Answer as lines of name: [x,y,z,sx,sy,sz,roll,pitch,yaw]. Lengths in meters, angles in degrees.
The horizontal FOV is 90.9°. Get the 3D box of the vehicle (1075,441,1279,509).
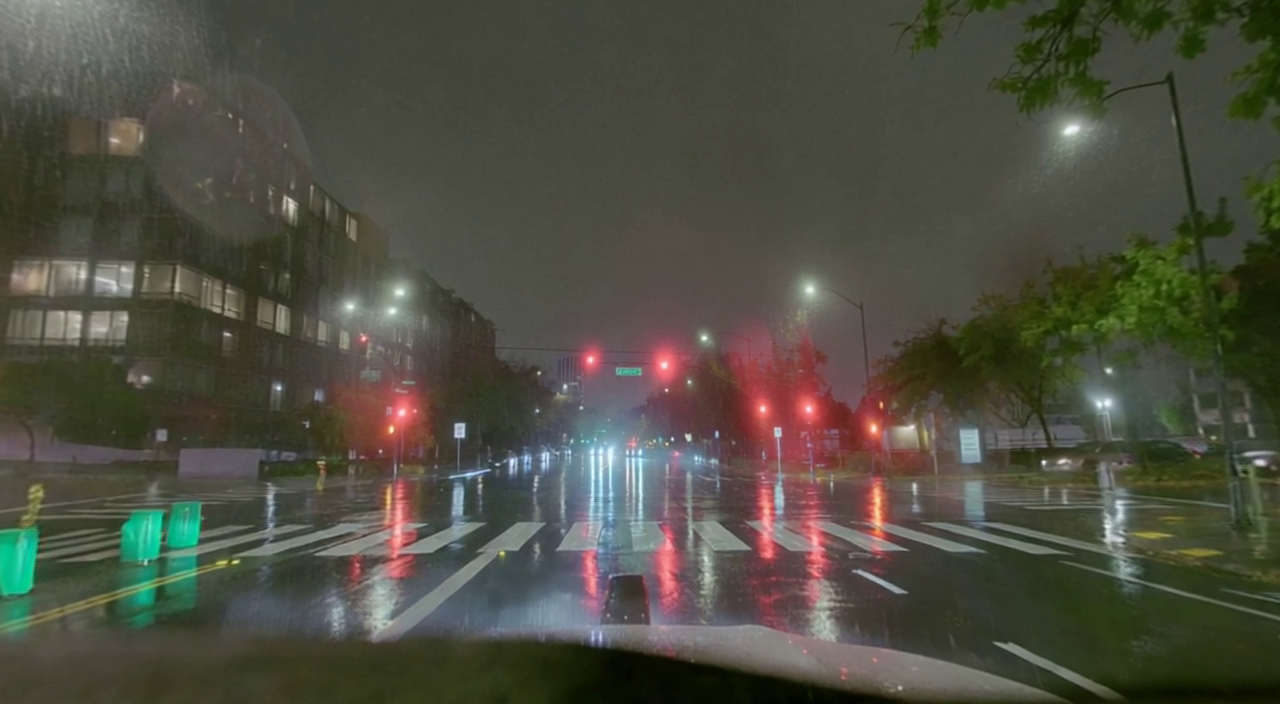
vehicle: [12.992,2.798,14.566,4.424,1.436,1.804,-1,-8,5]
